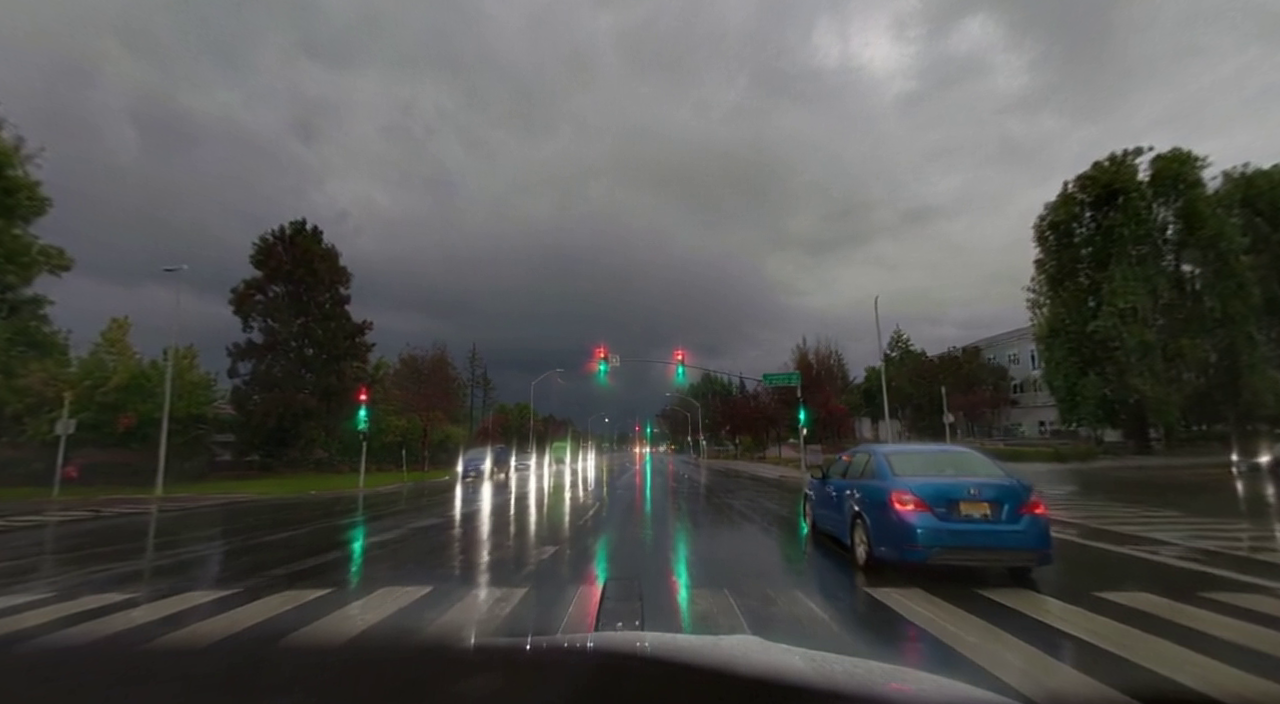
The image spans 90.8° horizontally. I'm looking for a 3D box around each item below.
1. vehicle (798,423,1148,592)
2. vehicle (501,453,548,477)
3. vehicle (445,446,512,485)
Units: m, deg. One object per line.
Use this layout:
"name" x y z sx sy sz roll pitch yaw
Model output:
"vehicle" 3.759 1.840 8.438 2.129 1.581 4.780 0 -9 1
"vehicle" -7.751 7.615 42.793 1.906 1.468 4.686 -1 -9 6
"vehicle" -8.331 5.865 33.072 2.130 1.874 4.691 -1 -9 2
